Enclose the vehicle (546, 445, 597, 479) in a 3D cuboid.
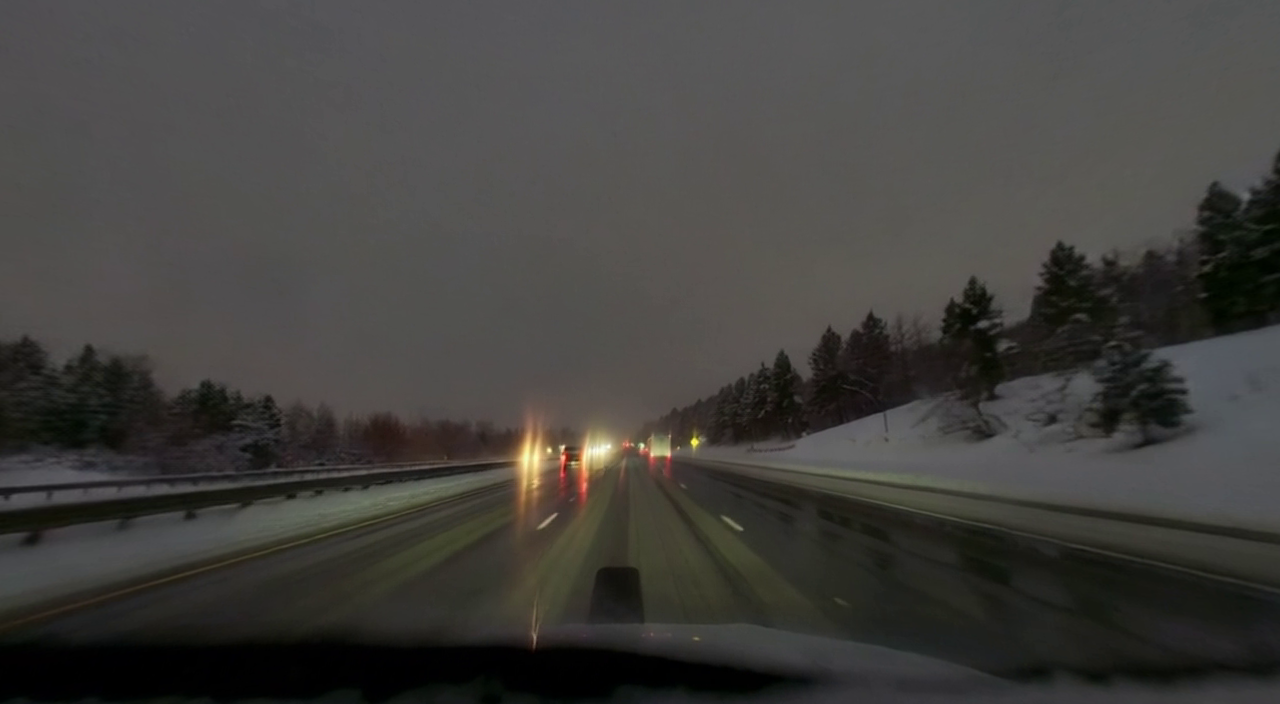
[{"bbox_3d":[-3.332,5.458,31.481,2.100,1.525,4.179,0,-9,0],"label":"vehicle"}]
